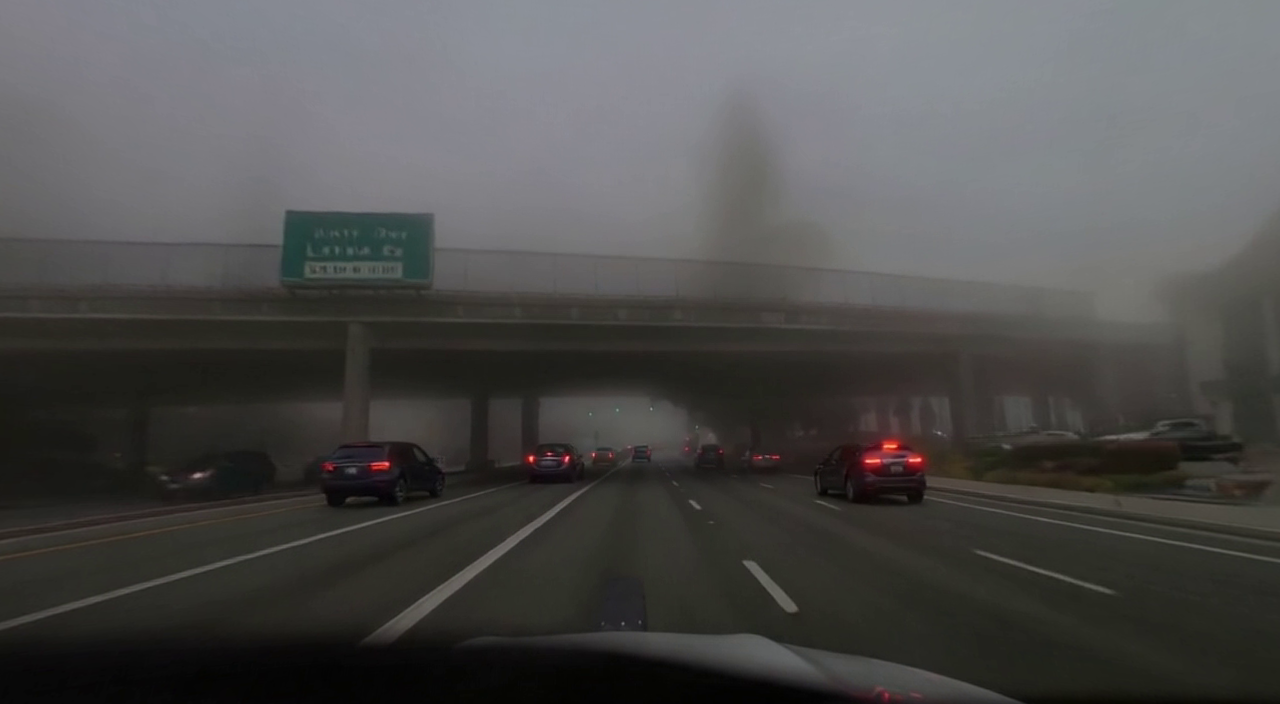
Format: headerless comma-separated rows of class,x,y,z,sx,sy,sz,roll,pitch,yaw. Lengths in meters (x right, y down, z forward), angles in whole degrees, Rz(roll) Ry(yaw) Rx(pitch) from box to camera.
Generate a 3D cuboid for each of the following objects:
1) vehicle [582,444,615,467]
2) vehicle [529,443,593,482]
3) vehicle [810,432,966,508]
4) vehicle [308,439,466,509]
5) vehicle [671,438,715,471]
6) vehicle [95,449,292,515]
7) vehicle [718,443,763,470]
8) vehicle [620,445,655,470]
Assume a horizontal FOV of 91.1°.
vehicle,-2.822,7.131,43.310,1.980,1.491,4.351,0,-8,0
vehicle,-3.180,4.539,26.038,2.041,1.466,4.212,0,-8,1
vehicle,6.005,2.895,15.927,2.056,1.624,4.498,0,-8,0
vehicle,-6.086,2.960,15.798,2.070,1.488,4.376,0,-8,1
vehicle,3.013,5.924,36.554,2.034,1.762,4.420,0,-8,-1
vehicle,-11.743,3.401,17.020,1.898,1.475,4.629,0,-8,1
vehicle,6.057,6.372,38.422,1.924,1.527,4.268,0,-8,-2
vehicle,-0.143,6.420,38.472,2.026,1.453,3.780,0,-8,0
